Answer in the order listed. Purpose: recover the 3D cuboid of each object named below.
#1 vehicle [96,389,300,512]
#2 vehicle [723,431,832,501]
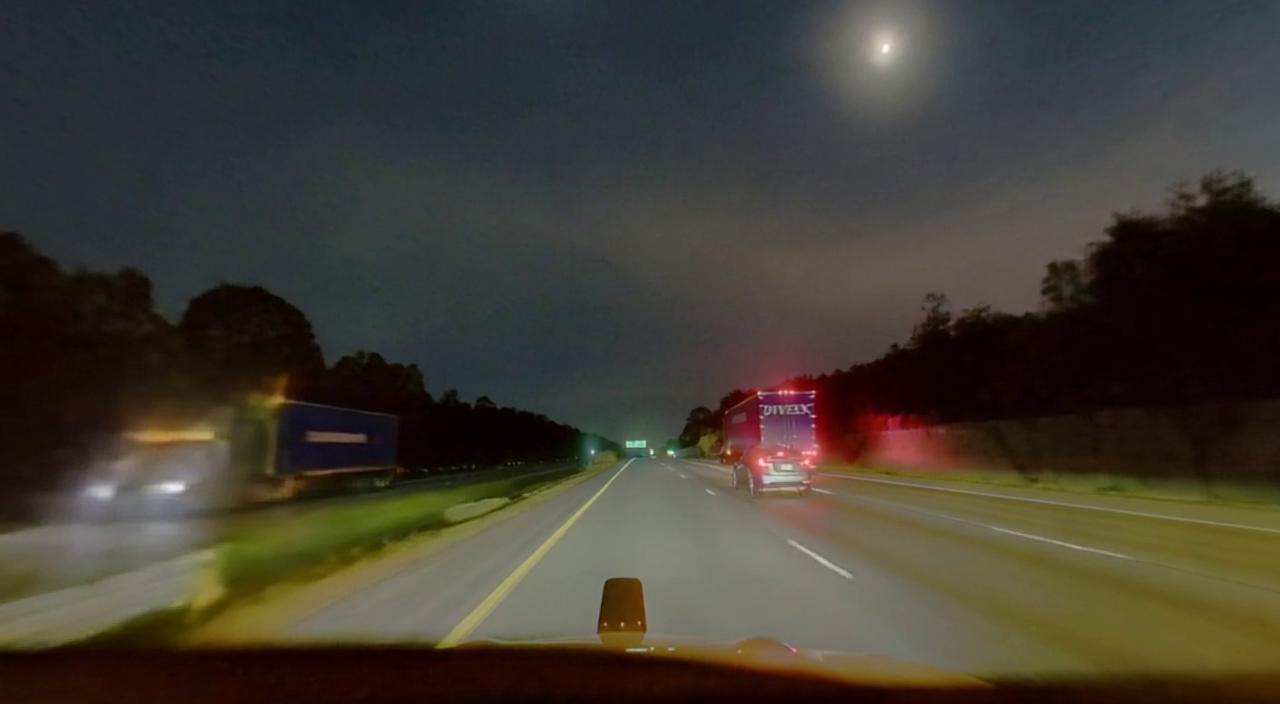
[{"bbox_3d":[-15.362,3.508,22.613,2.895,3.760,5.847,0,-9,0],"label":"vehicle"},{"bbox_3d":[3.805,3.249,18.283,2.093,1.742,4.167,0,-9,-1],"label":"vehicle"}]
